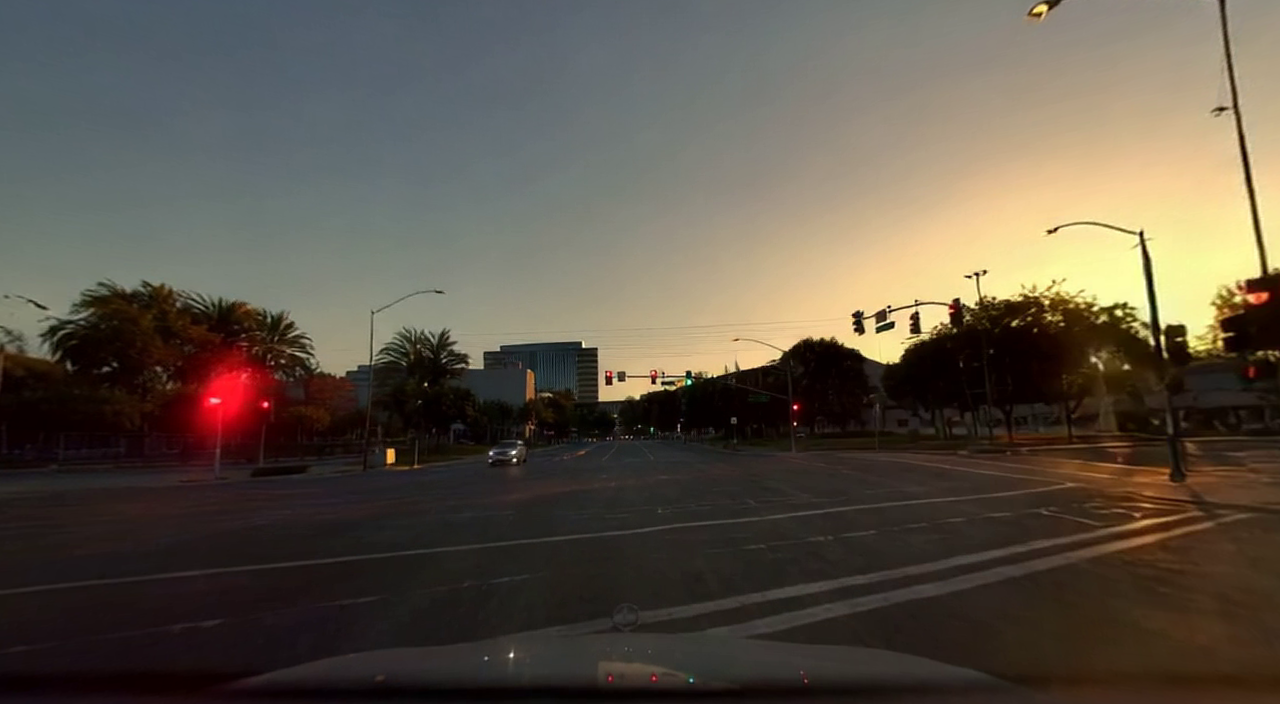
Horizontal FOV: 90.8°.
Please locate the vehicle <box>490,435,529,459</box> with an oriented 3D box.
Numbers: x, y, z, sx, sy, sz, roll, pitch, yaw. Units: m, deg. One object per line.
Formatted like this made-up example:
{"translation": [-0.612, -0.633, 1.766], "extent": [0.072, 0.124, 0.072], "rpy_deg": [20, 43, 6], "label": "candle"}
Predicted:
{"translation": [-9.710, 7.087, 47.213], "extent": [1.988, 1.692, 4.412], "rpy_deg": [0, -8, 0], "label": "vehicle"}
